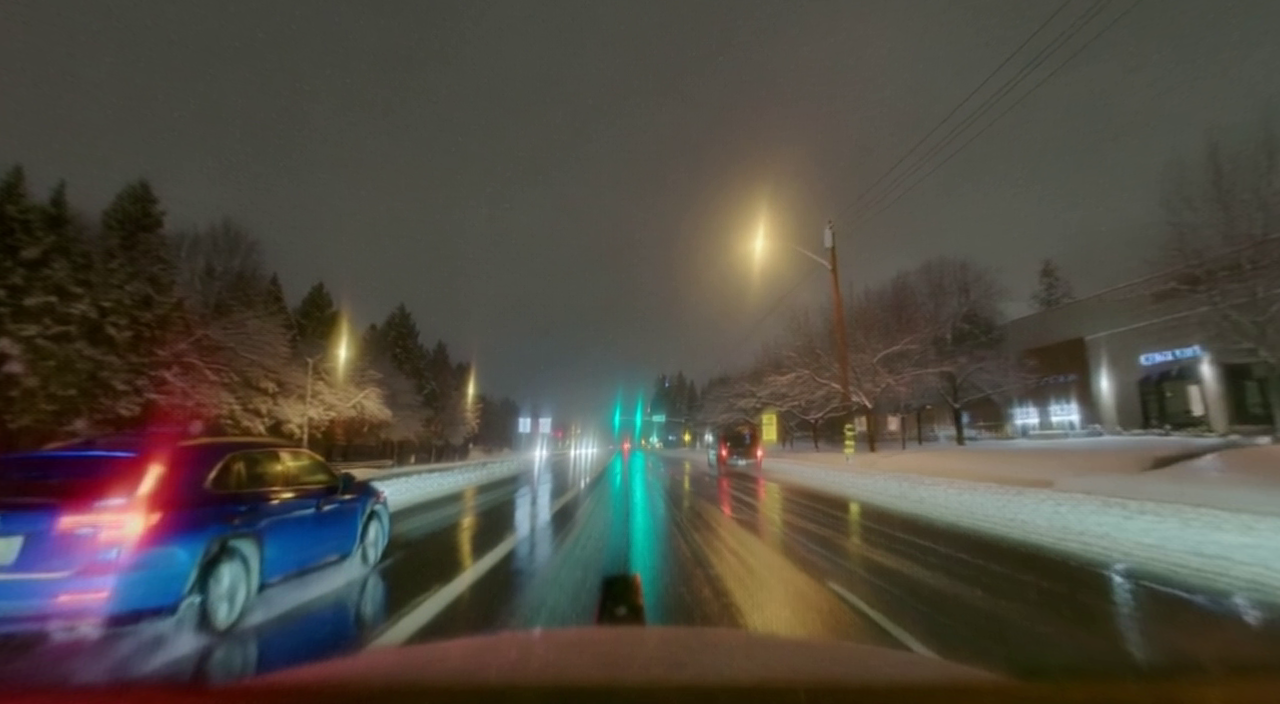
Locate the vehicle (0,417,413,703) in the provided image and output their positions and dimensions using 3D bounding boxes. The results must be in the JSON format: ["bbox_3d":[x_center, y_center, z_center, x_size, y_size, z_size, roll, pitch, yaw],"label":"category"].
[{"bbox_3d":[-3.702,1.386,5.387,2.017,1.470,4.293,0,-8,-1],"label":"vehicle"}]

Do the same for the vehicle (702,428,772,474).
[{"bbox_3d":[4.566,4.804,30.761,2.476,2.016,5.586,0,-8,0],"label":"vehicle"}]
